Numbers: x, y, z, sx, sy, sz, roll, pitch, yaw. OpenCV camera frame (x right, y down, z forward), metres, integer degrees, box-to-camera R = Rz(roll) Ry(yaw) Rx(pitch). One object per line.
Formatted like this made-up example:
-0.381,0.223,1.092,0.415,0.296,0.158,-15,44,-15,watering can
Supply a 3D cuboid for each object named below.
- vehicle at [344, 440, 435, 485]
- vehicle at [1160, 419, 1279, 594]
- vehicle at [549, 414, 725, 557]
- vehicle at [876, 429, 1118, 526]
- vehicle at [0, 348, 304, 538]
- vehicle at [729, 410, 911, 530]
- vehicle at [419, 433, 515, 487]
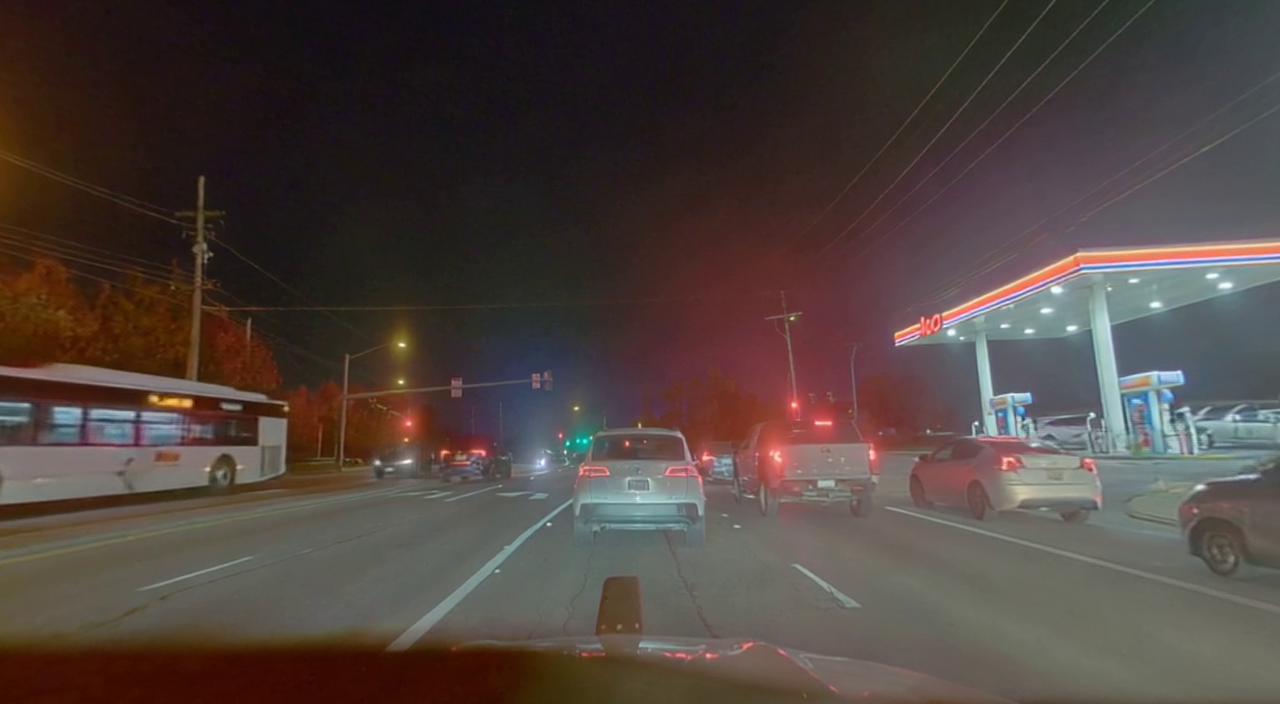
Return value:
-10.396,4.609,26.623,2.075,1.719,4.396,0,-9,0,vehicle
6.411,1.179,4.461,1.857,1.475,4.182,0,-9,0,vehicle
-0.099,1.889,9.614,2.087,1.677,4.053,0,-9,-2,vehicle
6.403,2.289,12.123,1.829,1.494,4.552,0,-9,-2,vehicle
-13.506,2.360,16.204,3.031,3.513,12.586,0,-9,-1,vehicle
3.040,2.110,11.783,2.049,1.813,4.245,0,-9,-1,vehicle
-6.338,4.018,23.835,2.190,1.795,4.993,0,-9,0,vehicle
